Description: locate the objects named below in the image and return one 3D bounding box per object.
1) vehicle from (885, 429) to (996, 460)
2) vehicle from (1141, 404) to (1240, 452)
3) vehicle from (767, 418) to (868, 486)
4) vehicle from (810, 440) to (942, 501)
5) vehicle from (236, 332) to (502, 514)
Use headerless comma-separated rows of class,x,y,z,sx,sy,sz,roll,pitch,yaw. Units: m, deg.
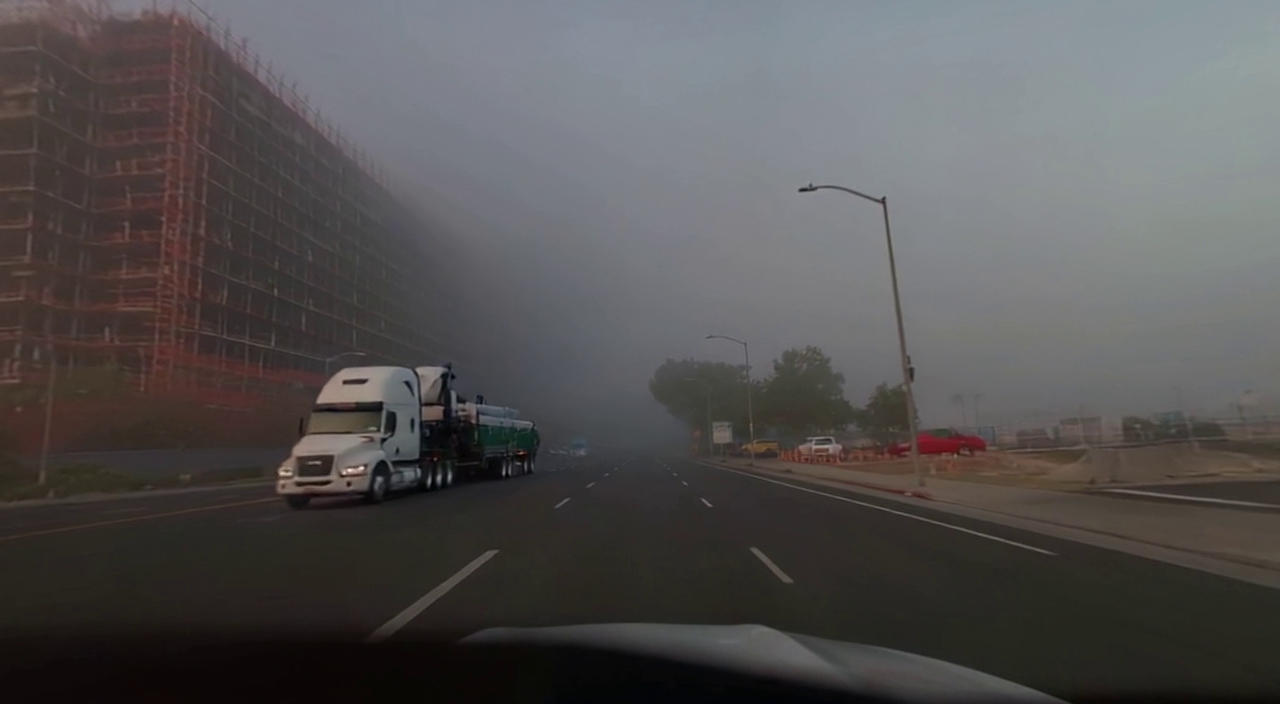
vehicle,15.943,4.935,33.463,4.775,1.610,2.147,0,-8,-3
vehicle,23.118,3.304,26.605,2.078,1.823,5.181,-5,-10,30
vehicle,6.611,3.823,24.195,2.233,2.269,5.757,0,-8,1
vehicle,6.530,3.309,18.028,1.933,1.488,4.736,0,-8,0
vehicle,-7.081,2.304,19.129,3.071,3.982,10.729,0,-8,1
